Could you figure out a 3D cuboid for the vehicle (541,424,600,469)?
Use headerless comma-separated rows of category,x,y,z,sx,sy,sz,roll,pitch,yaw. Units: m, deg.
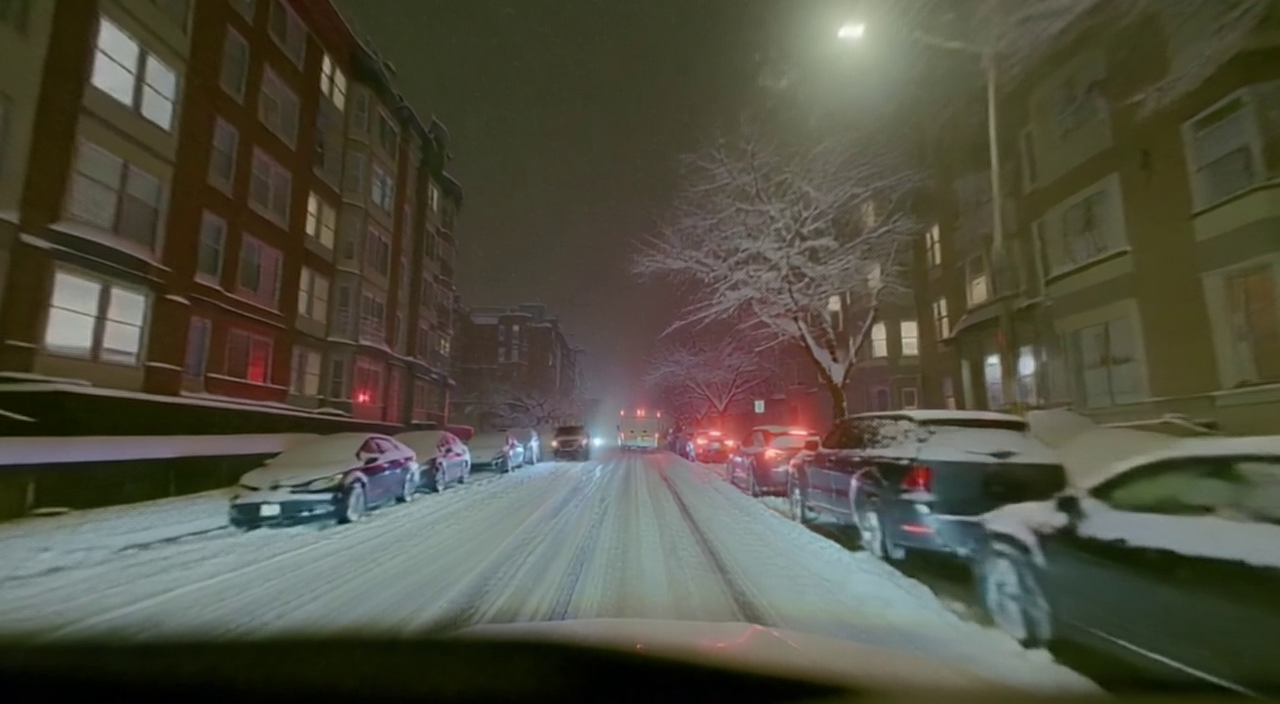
vehicle,-2.938,4.076,27.557,2.029,1.802,4.229,0,-7,1

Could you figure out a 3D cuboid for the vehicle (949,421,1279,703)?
vehicle,3.386,1.055,2.709,1.913,1.434,4.408,2,-7,0

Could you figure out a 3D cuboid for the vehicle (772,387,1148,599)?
vehicle,3.329,1.554,7.991,2.188,1.810,4.709,2,-8,-2

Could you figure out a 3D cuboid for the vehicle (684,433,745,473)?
vehicle,3.311,4.526,28.802,2.035,1.549,4.373,4,-8,-2

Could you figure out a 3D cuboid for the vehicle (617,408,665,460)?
vehicle,-0.078,5.260,40.547,2.754,3.008,7.730,0,-8,-2

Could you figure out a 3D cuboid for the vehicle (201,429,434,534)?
vehicle,-5.406,2.167,11.378,1.921,1.482,4.280,-1,-7,0

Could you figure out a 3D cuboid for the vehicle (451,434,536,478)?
vehicle,-5.293,3.799,23.561,2.047,1.471,4.647,0,-7,0
